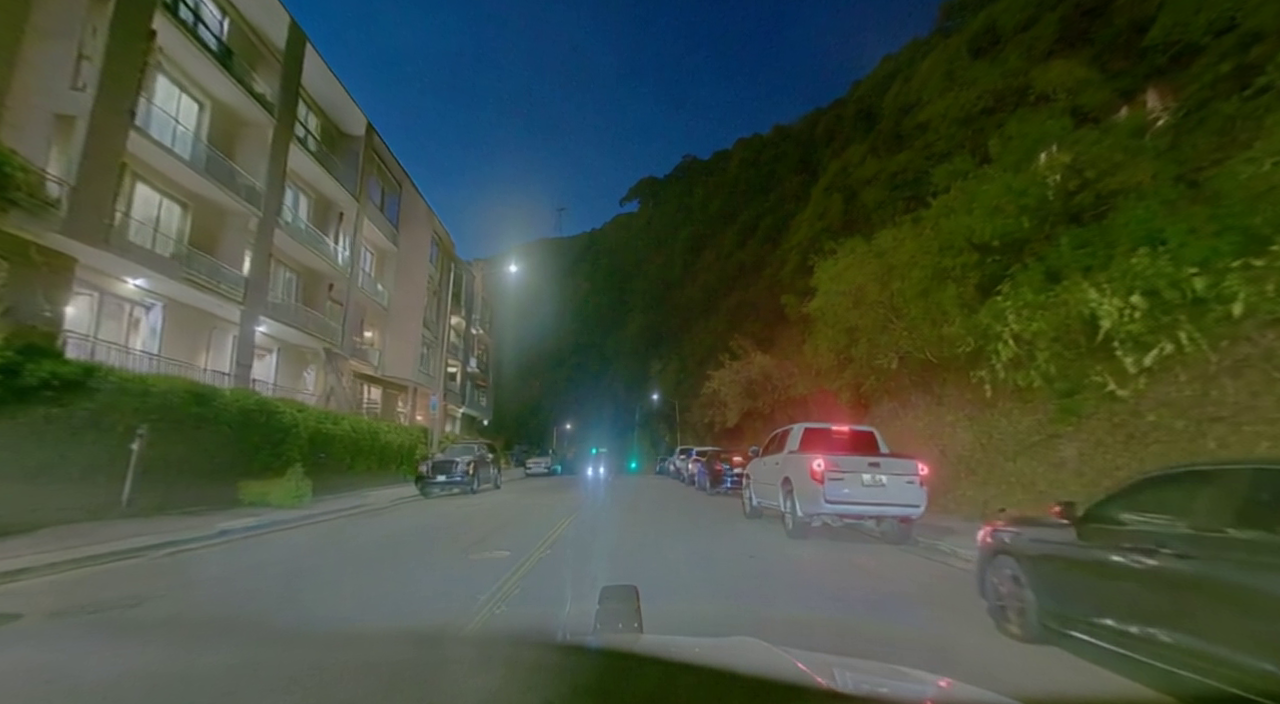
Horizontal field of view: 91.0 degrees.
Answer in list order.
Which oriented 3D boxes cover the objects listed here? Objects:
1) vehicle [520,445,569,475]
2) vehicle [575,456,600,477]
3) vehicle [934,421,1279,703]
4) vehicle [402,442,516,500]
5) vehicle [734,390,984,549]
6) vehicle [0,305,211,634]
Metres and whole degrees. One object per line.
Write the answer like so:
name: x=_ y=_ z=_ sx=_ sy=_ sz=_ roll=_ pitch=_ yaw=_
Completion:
vehicle: x=-6.672 y=7.741 z=44.805 sx=2.692 sy=1.949 sz=5.948 roll=0 pitch=-11 yaw=-1
vehicle: x=-4.047 y=8.996 z=49.098 sx=1.856 sy=1.474 sz=4.522 roll=1 pitch=-12 yaw=-3
vehicle: x=3.582 y=1.115 z=3.025 sx=1.866 sy=1.510 sz=4.615 roll=1 pitch=-9 yaw=-4
vehicle: x=-6.366 y=4.258 z=23.046 sx=2.374 sy=1.843 sz=5.638 roll=0 pitch=-9 yaw=1
vehicle: x=3.436 y=2.028 z=11.458 sx=2.482 sy=2.184 sz=5.383 roll=0 pitch=-9 yaw=-1
vehicle: x=-6.179 y=1.071 z=5.944 sx=1.944 sy=2.626 sz=3.160 roll=0 pitch=-8 yaw=-2
